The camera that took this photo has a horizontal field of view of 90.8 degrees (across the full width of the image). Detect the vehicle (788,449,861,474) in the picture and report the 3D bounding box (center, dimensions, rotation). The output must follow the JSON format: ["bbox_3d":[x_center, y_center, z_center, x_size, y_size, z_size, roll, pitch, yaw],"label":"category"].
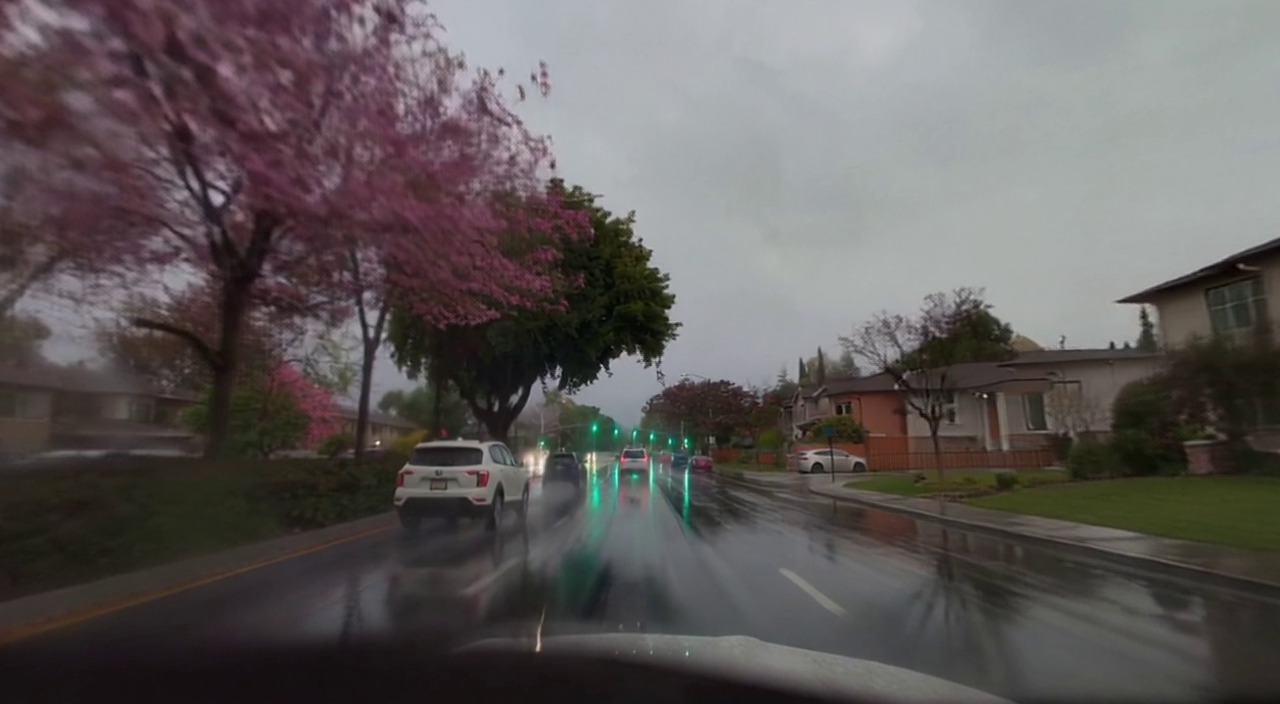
[{"bbox_3d":[12.627,7.521,43.452,4.482,1.678,1.890,-1,-9,7],"label":"vehicle"}]

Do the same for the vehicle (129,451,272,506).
[{"bbox_3d":[-15.503,4.435,22.637,1.994,1.686,4.352,0,-8,0],"label":"vehicle"}]

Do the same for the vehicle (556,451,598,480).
[{"bbox_3d":[-3.638,6.643,37.174,2.066,1.565,3.905,0,-8,1],"label":"vehicle"}]

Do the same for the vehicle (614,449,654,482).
[{"bbox_3d":[-0.296,5.968,33.484,1.997,1.636,3.760,0,-8,0],"label":"vehicle"}]

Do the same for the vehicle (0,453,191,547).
[{"bbox_3d":[-11.543,2.772,12.418,1.979,1.483,4.671,0,-9,0],"label":"vehicle"}]

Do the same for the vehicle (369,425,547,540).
[{"bbox_3d":[-3.461,2.579,13.202,2.161,1.919,4.798,0,-8,2],"label":"vehicle"}]
